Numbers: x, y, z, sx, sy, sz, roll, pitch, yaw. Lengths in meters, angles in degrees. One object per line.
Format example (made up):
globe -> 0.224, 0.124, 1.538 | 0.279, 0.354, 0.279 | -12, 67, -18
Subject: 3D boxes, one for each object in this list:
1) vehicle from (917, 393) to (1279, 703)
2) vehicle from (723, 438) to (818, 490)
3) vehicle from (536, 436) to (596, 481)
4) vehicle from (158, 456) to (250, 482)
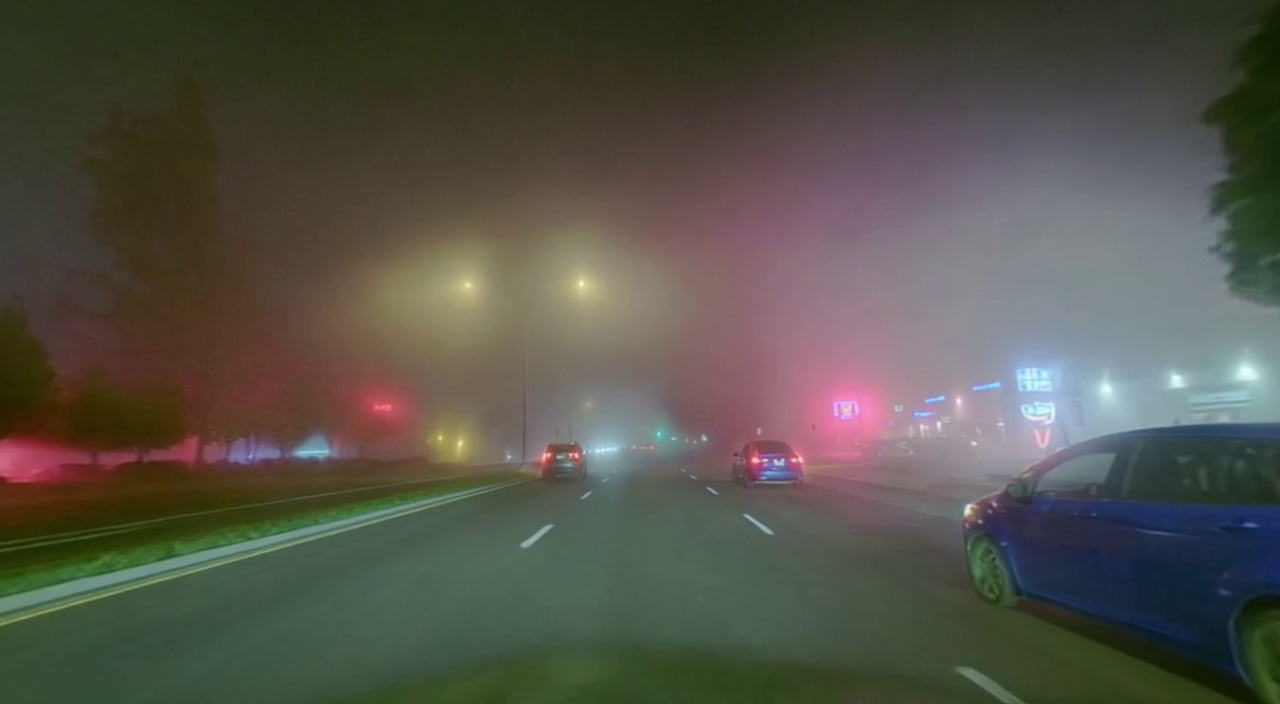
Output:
vehicle -> 3.562, 1.051, 3.457 | 1.976, 1.491, 4.714 | 0, -8, 1
vehicle -> 4.127, 3.629, 20.750 | 2.036, 1.480, 4.659 | 0, -8, -1
vehicle -> -3.062, 4.495, 26.889 | 1.981, 1.731, 4.360 | 0, -8, 1
vehicle -> -29.803, 7.974, 43.264 | 1.998, 1.623, 4.681 | -6, -10, 32
